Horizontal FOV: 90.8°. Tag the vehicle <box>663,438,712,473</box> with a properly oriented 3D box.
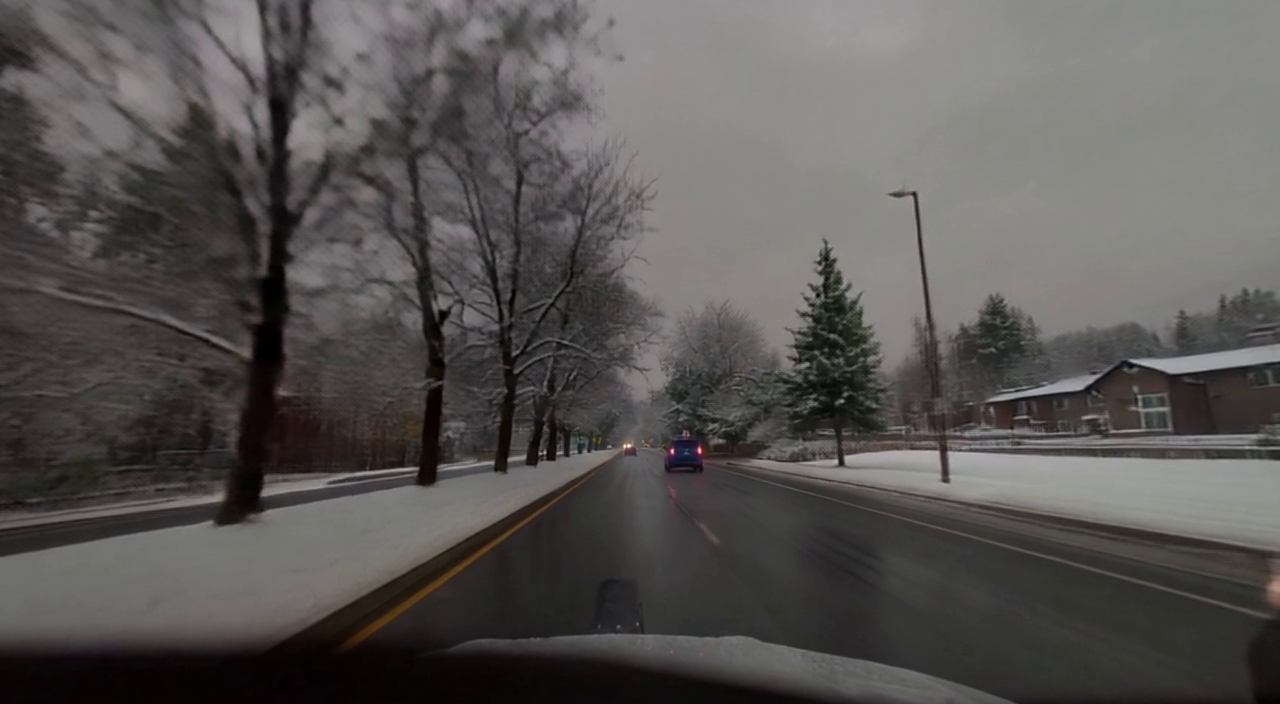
[{"bbox_3d":[2.422,5.478,33.499,2.164,1.725,4.285,0,-9,-1],"label":"vehicle"}]
